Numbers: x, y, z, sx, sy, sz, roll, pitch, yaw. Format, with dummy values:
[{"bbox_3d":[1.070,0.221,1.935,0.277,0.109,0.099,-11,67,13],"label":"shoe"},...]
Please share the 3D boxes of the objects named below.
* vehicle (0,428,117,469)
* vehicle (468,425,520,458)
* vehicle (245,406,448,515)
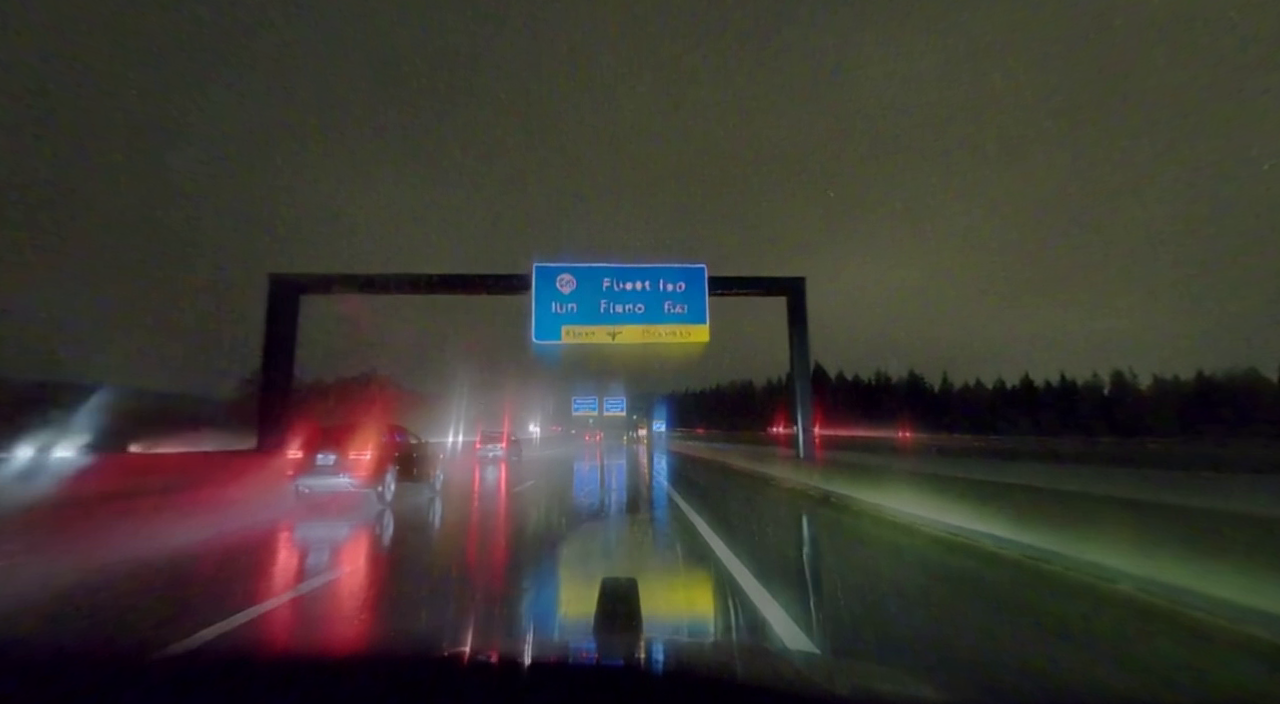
[{"bbox_3d":[-24.494,3.961,26.013,2.090,1.531,4.182,0,-8,-1],"label":"vehicle"},{"bbox_3d":[-8.953,5.529,39.053,2.169,1.844,5.154,1,-8,-2],"label":"vehicle"},{"bbox_3d":[-5.346,2.014,12.173,2.007,1.727,4.040,0,-8,-1],"label":"vehicle"}]
